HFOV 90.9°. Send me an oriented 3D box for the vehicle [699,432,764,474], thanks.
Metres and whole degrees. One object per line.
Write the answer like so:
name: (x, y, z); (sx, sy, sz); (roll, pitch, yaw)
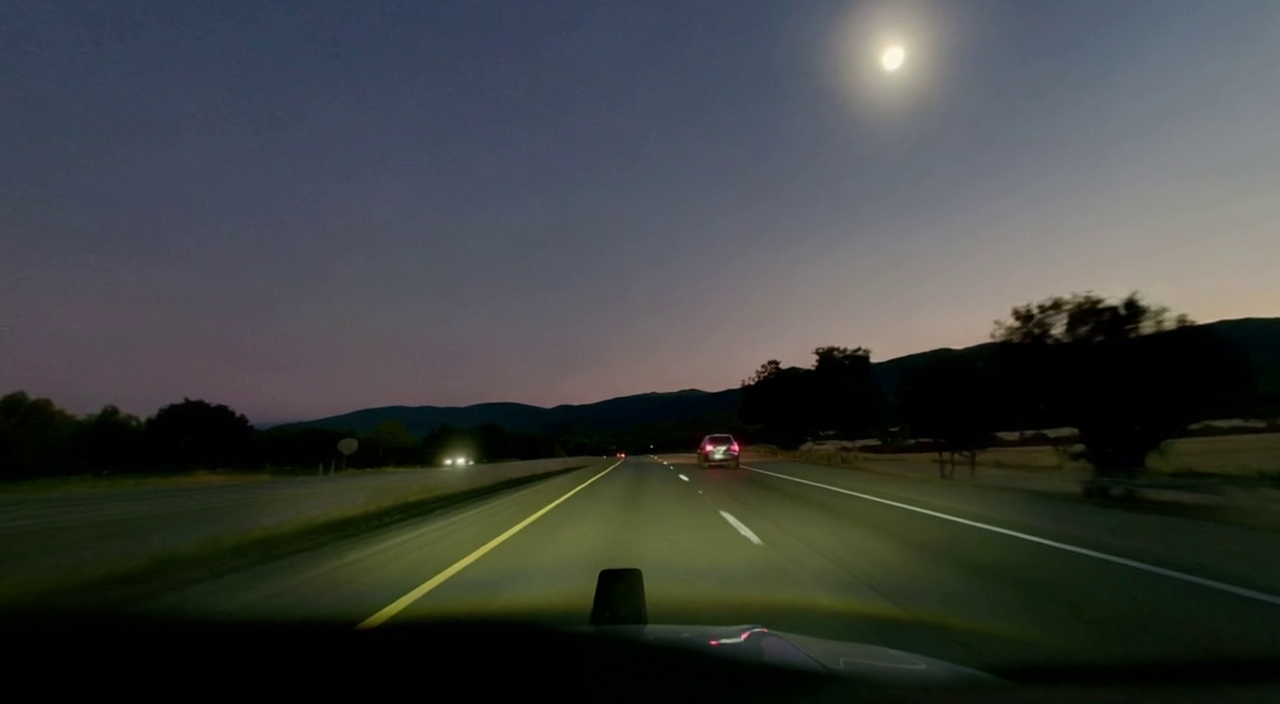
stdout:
vehicle: (3.842, 4.310, 27.146); (2.157, 1.640, 4.056); (0, -8, 0)
